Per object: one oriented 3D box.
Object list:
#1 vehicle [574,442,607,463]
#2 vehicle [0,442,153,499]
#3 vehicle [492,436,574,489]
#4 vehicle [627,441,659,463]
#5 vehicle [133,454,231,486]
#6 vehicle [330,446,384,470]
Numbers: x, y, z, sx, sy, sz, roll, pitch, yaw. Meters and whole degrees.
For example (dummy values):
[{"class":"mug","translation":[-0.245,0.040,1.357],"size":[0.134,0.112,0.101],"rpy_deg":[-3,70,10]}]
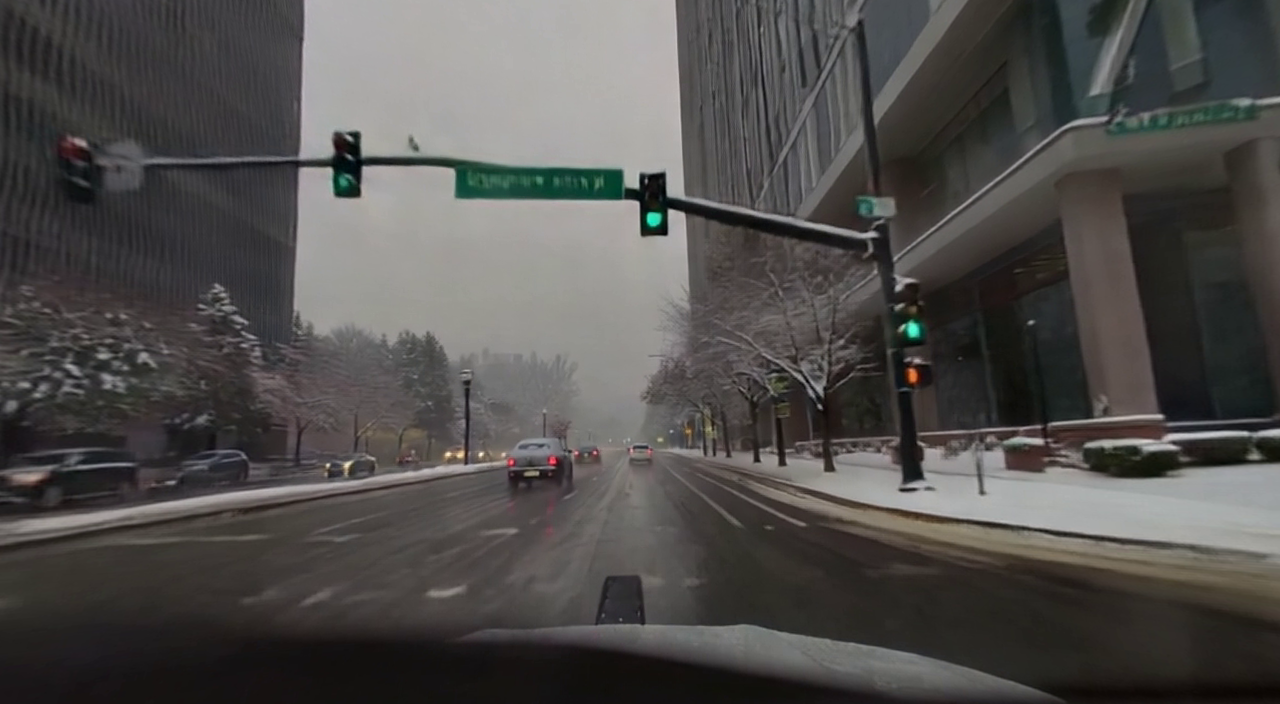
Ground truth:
[{"class":"vehicle","translation":[-3.622,7.416,46.866],"size":[2.088,1.430,4.482],"rpy_deg":[0,-8,1]},{"class":"vehicle","translation":[-20.441,4.209,22.933],"size":[2.068,1.848,4.247],"rpy_deg":[0,-8,-1]},{"class":"vehicle","translation":[-3.338,3.507,20.473],"size":[1.983,1.545,3.773],"rpy_deg":[0,-8,0]},{"class":"vehicle","translation":[0.187,6.946,44.112],"size":[2.102,1.482,4.125],"rpy_deg":[0,-8,-1]},{"class":"vehicle","translation":[-23.709,6.092,32.947],"size":[1.778,1.443,4.525],"rpy_deg":[0,-8,-1]},{"class":"vehicle","translation":[-20.524,7.693,46.067],"size":[1.900,1.638,4.567],"rpy_deg":[0,-8,-1]}]
